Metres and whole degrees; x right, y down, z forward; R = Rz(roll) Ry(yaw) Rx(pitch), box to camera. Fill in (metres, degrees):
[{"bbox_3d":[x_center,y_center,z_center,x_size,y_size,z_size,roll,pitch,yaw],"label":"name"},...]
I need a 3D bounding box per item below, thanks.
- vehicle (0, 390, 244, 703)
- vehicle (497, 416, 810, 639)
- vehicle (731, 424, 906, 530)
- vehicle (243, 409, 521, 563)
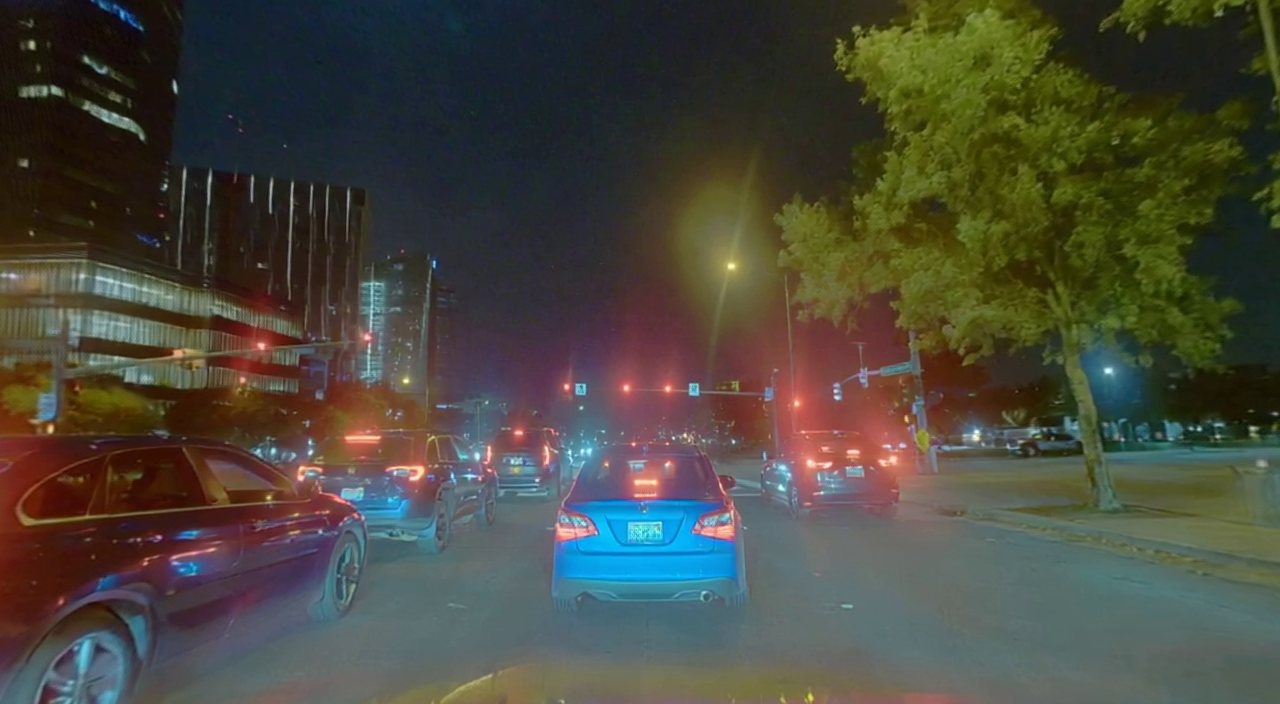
[{"bbox_3d":[-3.401,0.749,1.241,2.144,1.505,4.635,-1,-9,1],"label":"vehicle"},{"bbox_3d":[0.088,1.504,6.384,2.147,1.507,3.953,0,-8,0],"label":"vehicle"},{"bbox_3d":[3.160,2.317,12.241,2.110,1.661,4.295,0,-9,0],"label":"vehicle"},{"bbox_3d":[-3.368,1.865,9.498,2.168,1.719,4.561,-1,-9,1],"label":"vehicle"}]
